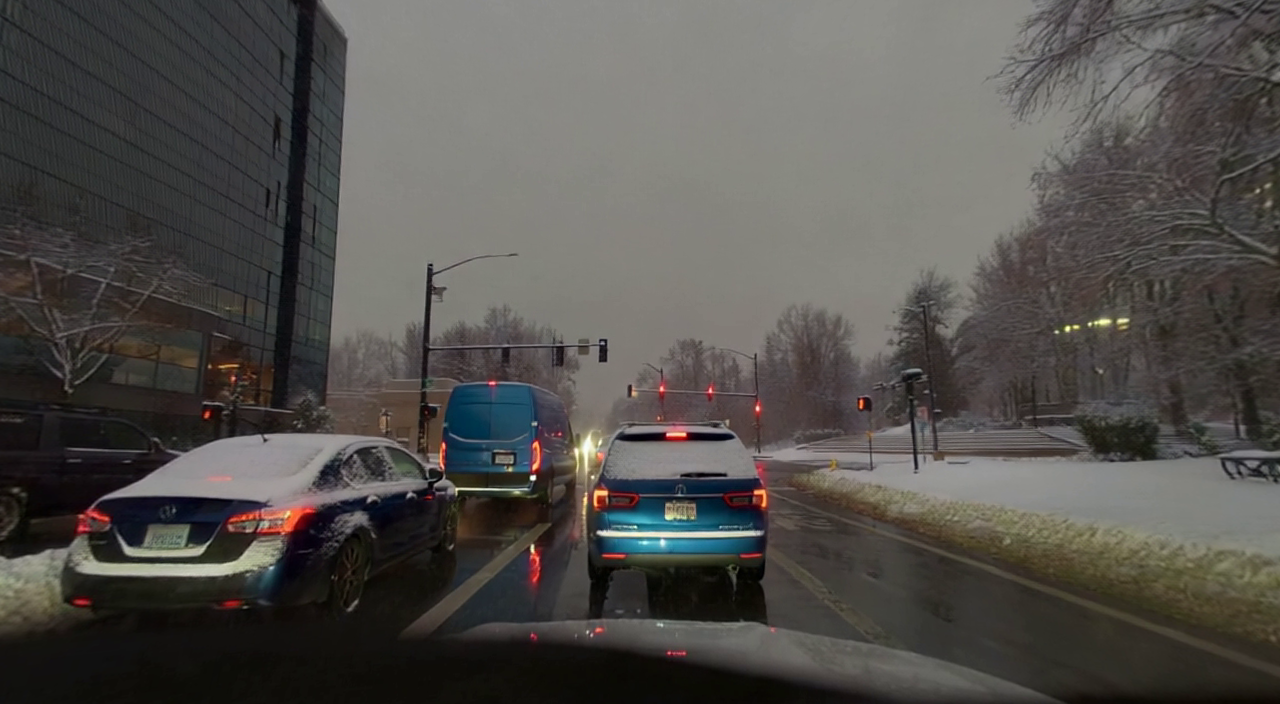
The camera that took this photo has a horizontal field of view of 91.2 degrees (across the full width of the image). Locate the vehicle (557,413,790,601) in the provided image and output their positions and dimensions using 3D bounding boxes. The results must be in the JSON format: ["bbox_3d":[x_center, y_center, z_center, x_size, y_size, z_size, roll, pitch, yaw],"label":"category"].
[{"bbox_3d":[0.198,1.597,7.214,1.979,1.562,3.630,0,-9,-3],"label":"vehicle"}]

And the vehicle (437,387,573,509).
[{"bbox_3d":[-3.255,2.538,16.598,2.343,2.635,5.684,0,-9,0],"label":"vehicle"}]

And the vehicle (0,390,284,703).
[{"bbox_3d":[-2.901,0.812,1.510,1.893,1.491,3.798,0,-9,-1],"label":"vehicle"}]

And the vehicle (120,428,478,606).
[{"bbox_3d":[-3.486,1.754,7.568,1.955,1.499,4.223,0,-9,0],"label":"vehicle"}]
